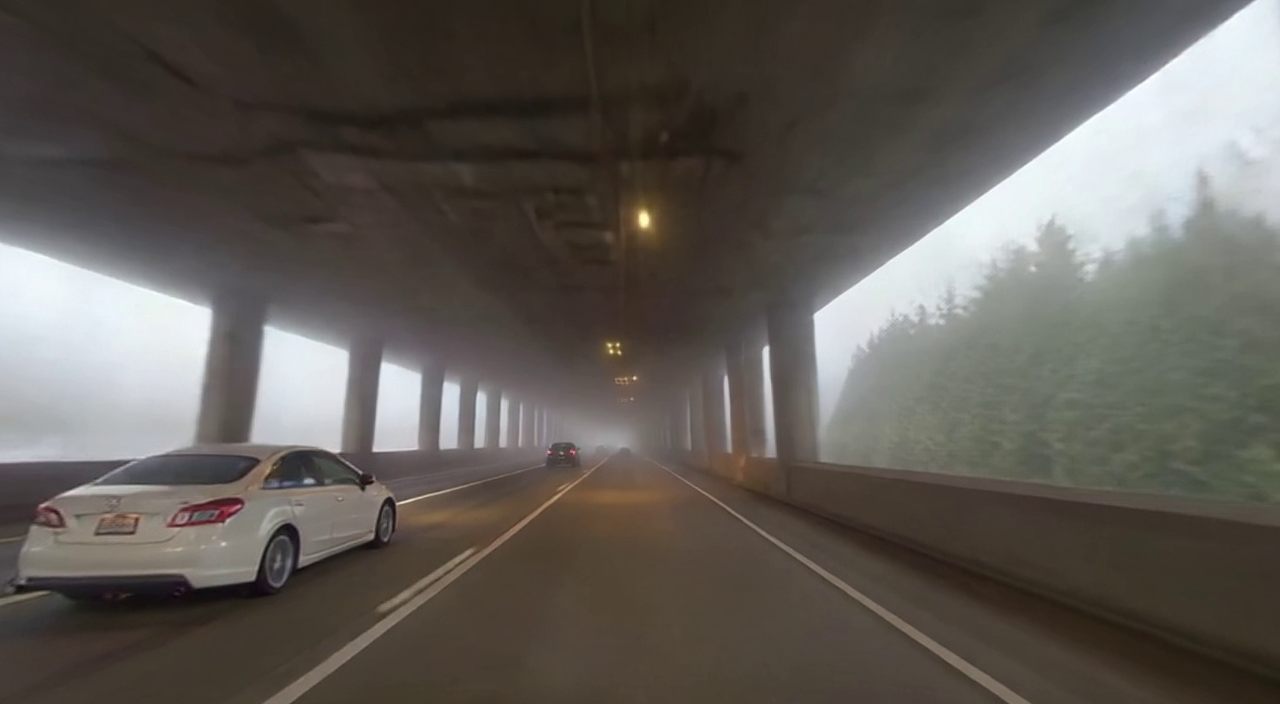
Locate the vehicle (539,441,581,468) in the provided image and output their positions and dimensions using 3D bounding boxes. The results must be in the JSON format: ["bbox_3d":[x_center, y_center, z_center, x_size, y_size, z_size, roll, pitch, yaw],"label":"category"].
[{"bbox_3d":[-4.533,5.884,36.344,1.973,1.474,4.199,0,-8,-2],"label":"vehicle"}]

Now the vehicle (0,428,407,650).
[{"bbox_3d":[-4.068,1.530,6.281,1.885,1.424,4.230,-1,-8,0],"label":"vehicle"}]
